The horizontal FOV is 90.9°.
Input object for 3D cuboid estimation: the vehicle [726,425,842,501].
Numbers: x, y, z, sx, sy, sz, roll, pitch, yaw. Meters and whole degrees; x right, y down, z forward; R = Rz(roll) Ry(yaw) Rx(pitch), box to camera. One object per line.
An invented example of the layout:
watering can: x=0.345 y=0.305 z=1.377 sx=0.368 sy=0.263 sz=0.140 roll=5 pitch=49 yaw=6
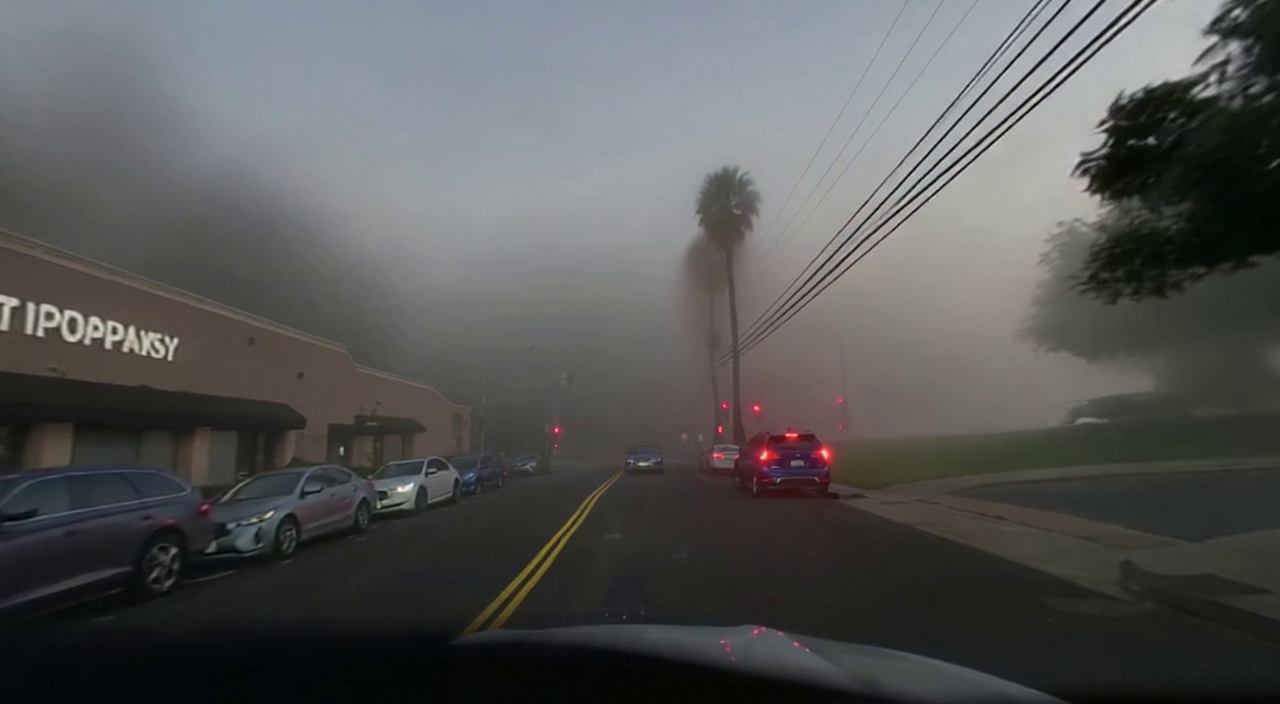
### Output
vehicle: x=3.804 y=3.026 z=17.746 sx=2.099 sy=1.786 sz=5.198 roll=0 pitch=-8 yaw=1

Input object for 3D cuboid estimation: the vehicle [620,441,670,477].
vehicle: x=0.194 y=4.666 z=27.763 sx=2.060 sy=1.452 sz=4.078 roll=0 pitch=-8 yaw=0

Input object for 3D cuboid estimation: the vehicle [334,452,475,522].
vehicle: x=-6.006 y=3.467 z=16.795 sx=1.874 sy=1.472 sz=4.668 roll=-1 pitch=-8 yaw=1

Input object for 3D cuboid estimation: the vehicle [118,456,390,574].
vehicle: x=-6.170 y=2.597 z=10.858 sx=1.810 sy=1.489 sz=4.336 roll=-1 pitch=-8 yaw=2

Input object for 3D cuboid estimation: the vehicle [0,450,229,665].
vehicle: x=-6.148 y=1.879 z=5.388 sx=2.186 sy=1.621 sz=4.795 roll=-10 pitch=-8 yaw=-4

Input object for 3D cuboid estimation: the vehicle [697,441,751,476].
vehicle: x=3.751 y=4.799 z=28.771 sx=1.821 sy=1.417 sz=4.454 roll=0 pitch=-8 yaw=0
